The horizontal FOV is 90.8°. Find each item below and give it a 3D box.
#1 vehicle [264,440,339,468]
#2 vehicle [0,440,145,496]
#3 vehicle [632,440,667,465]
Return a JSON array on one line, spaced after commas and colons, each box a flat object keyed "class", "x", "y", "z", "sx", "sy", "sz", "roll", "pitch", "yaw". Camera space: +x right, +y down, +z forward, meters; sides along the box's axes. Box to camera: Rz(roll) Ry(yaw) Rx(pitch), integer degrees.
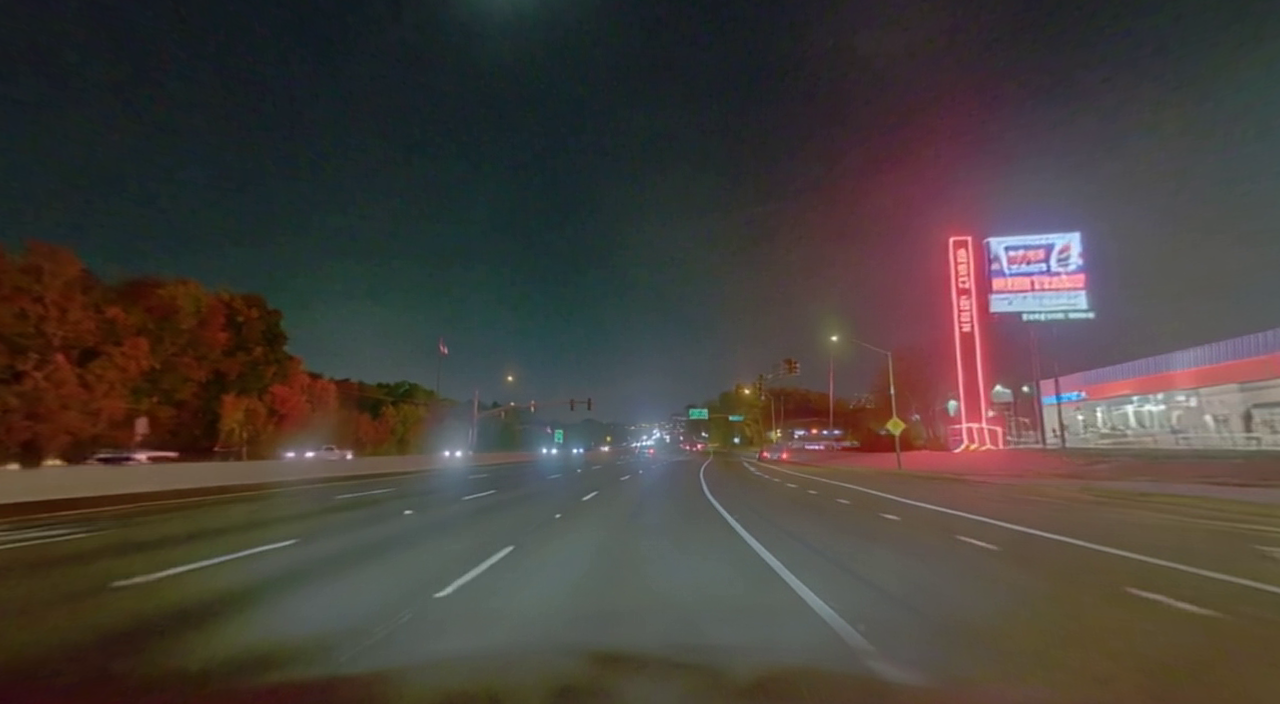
[{"class": "vehicle", "x": -22.086, "y": 6.652, "z": 41.442, "sx": 2.090, "sy": 1.720, "sz": 4.470, "roll": -1, "pitch": -8, "yaw": 7}, {"class": "vehicle", "x": -17.966, "y": 3.431, "z": 19.092, "sx": 1.941, "sy": 1.475, "sz": 4.722, "roll": -1, "pitch": -8, "yaw": 4}, {"class": "vehicle", "x": 0.760, "y": 7.504, "z": 47.326, "sx": 2.139, "sy": 1.782, "sz": 4.079, "roll": -1, "pitch": -8, "yaw": 7}]
